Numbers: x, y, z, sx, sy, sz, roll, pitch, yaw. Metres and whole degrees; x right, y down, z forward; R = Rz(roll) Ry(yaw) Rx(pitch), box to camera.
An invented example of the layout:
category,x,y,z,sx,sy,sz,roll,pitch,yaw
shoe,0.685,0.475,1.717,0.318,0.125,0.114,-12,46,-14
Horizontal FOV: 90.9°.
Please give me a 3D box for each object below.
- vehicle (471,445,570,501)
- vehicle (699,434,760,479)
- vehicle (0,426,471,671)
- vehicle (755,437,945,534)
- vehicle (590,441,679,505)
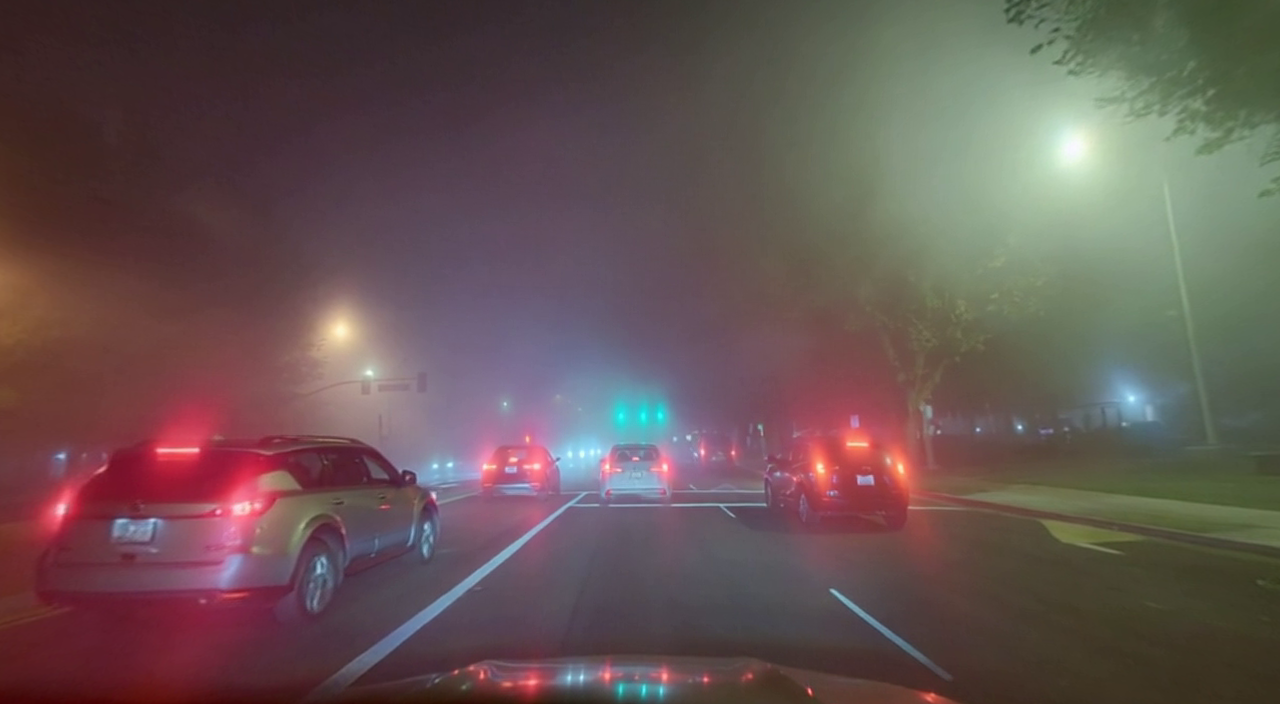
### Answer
category,x,y,z,sx,sy,sz,roll,pitch,yaw
vehicle,-3.381,3.492,18.675,2.002,1.465,4.098,0,-8,2
vehicle,4.205,5.040,30.658,2.142,1.957,5.443,0,-8,0
vehicle,-3.305,1.535,6.130,2.038,1.481,4.379,0,-8,1
vehicle,3.691,2.408,12.112,1.990,1.486,4.431,0,-8,-2
vehicle,-0.170,3.151,16.861,2.101,1.480,3.929,0,-8,-1
